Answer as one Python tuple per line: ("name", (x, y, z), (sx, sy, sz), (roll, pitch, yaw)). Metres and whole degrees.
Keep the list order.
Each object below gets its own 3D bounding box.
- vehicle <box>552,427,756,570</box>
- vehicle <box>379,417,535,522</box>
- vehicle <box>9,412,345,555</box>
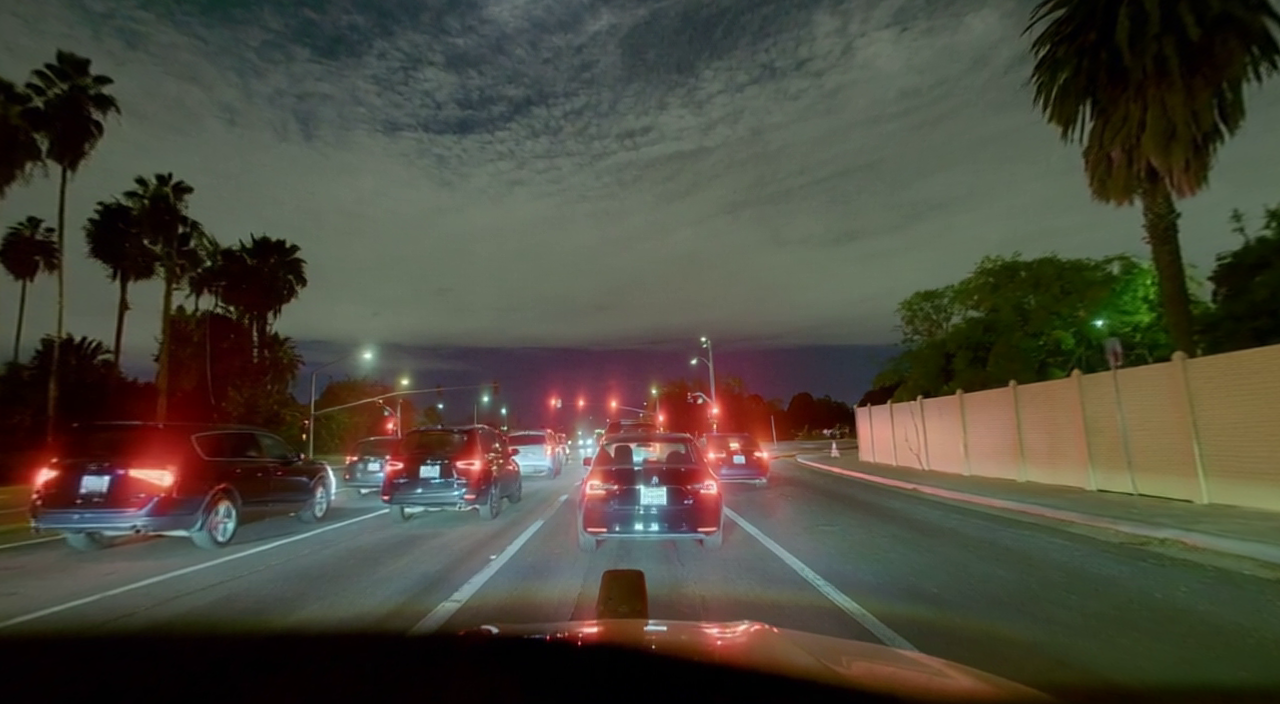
("vehicle", (0.070, 1.848, 8.794), (2.128, 1.473, 4.272), (0, -8, -2))
("vehicle", (-3.452, 2.300, 12.823), (2.007, 1.746, 4.136), (0, -8, -2))
("vehicle", (-6.689, 1.924, 9.959), (1.963, 1.721, 4.467), (0, -8, -2))
